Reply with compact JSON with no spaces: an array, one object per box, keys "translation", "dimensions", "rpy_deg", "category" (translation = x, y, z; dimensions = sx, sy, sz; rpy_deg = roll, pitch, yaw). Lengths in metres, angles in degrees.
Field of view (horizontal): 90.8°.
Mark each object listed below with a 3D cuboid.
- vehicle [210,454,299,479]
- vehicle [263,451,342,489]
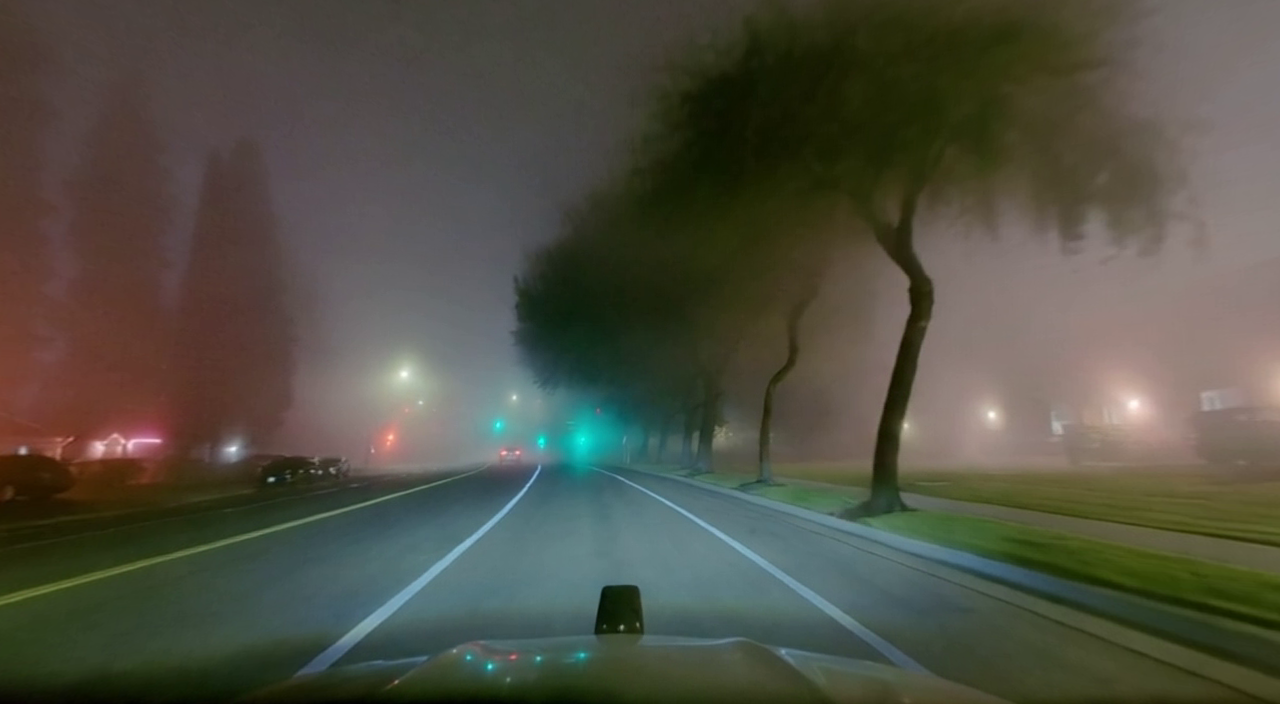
[{"translation":[-27.394,8.131,45.014],"dimensions":[4.887,1.517,2.007],"rpy_deg":[4,-8,-11],"category":"vehicle"},{"translation":[-18.002,6.296,34.021],"dimensions":[2.029,1.726,5.366],"rpy_deg":[-3,-9,-8],"category":"vehicle"}]
